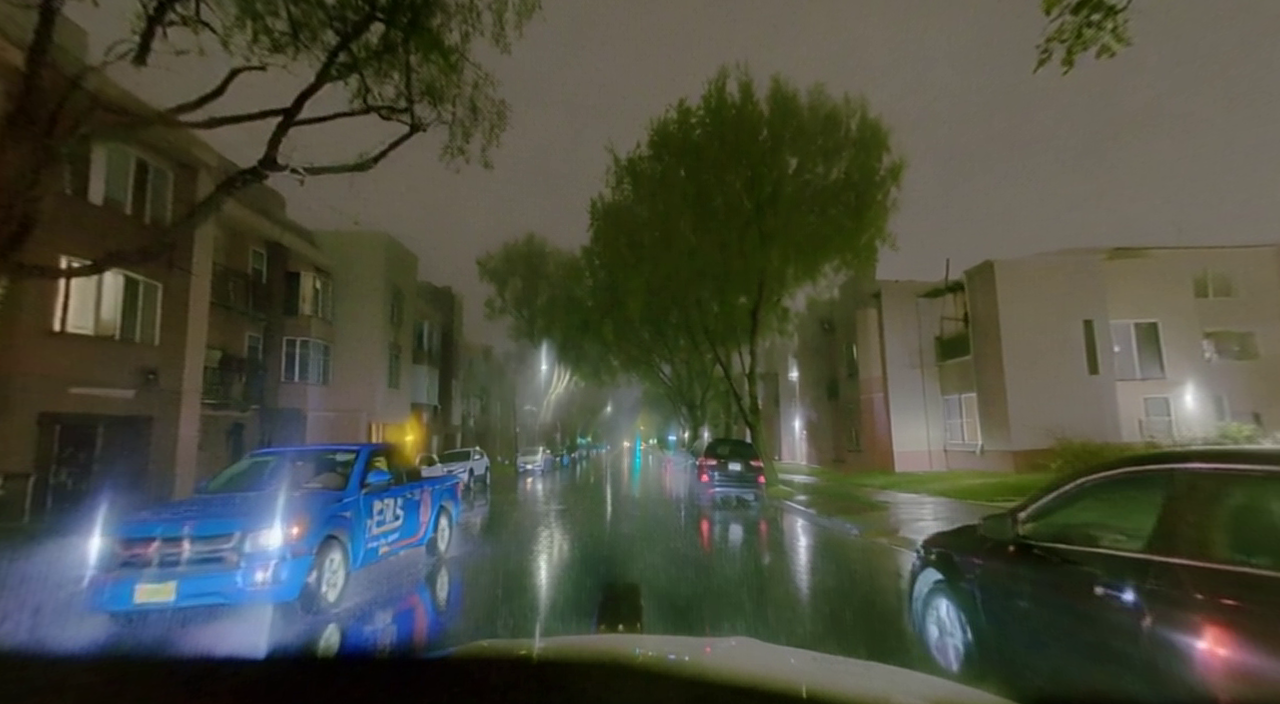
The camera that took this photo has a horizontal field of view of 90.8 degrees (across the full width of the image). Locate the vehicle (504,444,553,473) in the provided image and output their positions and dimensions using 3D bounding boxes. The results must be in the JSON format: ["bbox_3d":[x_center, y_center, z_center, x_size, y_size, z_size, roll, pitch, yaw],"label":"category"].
[{"bbox_3d":[-6.350,6.087,36.438,1.959,1.490,4.361,0,-7,1],"label":"vehicle"}]

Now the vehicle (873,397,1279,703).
[{"bbox_3d":[2.613,0.896,1.865,1.845,1.479,4.727,0,-8,-3],"label":"vehicle"}]

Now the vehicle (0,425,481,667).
[{"bbox_3d":[-3.228,1.564,6.312,1.966,1.515,4.394,0,-8,2],"label":"vehicle"}]

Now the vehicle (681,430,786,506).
[{"bbox_3d":[2.207,2.875,16.108,1.878,1.664,4.033,0,-8,-3],"label":"vehicle"}]
